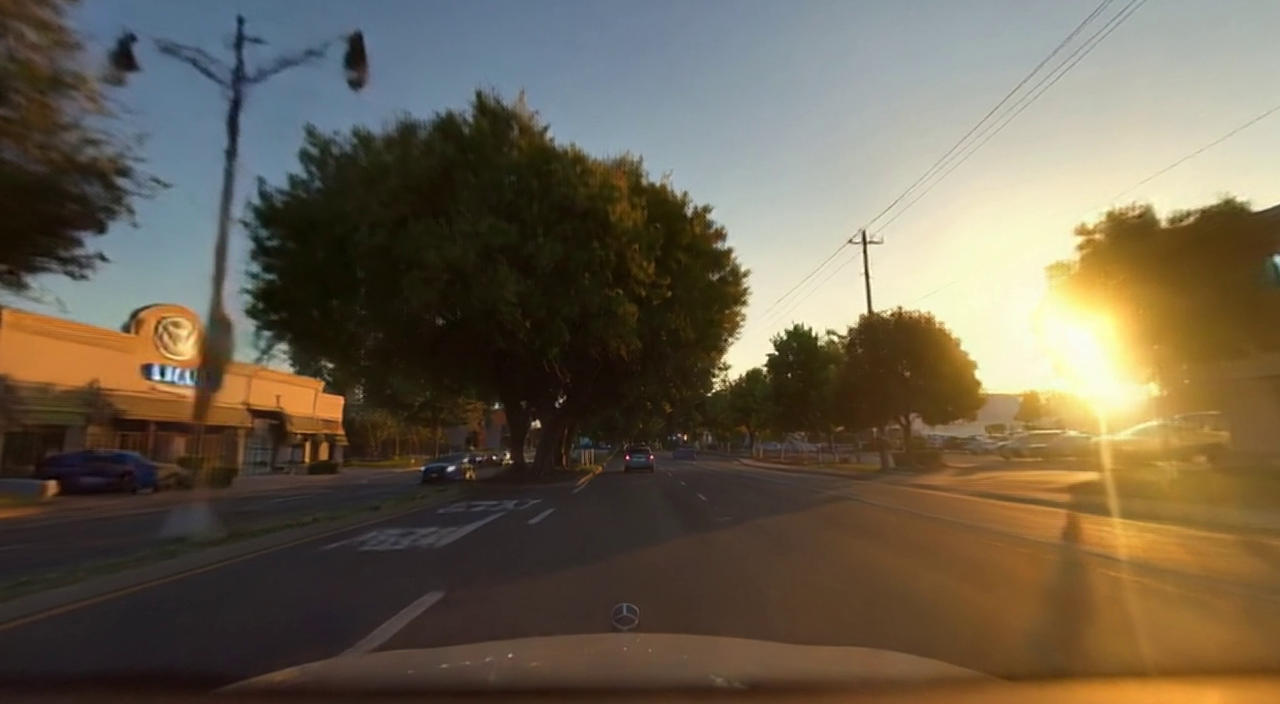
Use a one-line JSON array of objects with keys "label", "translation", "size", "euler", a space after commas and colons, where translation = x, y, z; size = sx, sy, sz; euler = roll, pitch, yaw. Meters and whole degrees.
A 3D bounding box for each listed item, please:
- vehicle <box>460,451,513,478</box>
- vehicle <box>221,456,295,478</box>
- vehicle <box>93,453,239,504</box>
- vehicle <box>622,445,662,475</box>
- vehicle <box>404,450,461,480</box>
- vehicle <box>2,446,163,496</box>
[{"label": "vehicle", "translation": [-9.262, 6.787, 38.364], "size": [2.072, 1.483, 4.619], "euler": [0, -9, 0]}, {"label": "vehicle", "translation": [-29.442, 8.885, 48.643], "size": [4.367, 1.613, 2.004], "euler": [0, -9, -3]}, {"label": "vehicle", "translation": [-19.334, 5.154, 26.081], "size": [2.072, 1.804, 5.136], "euler": [0, -8, 0]}, {"label": "vehicle", "translation": [0.056, 5.724, 33.587], "size": [1.998, 1.452, 3.773], "euler": [0, -8, -2]}, {"label": "vehicle", "translation": [-13.249, 7.209, 40.523], "size": [2.115, 1.741, 4.733], "euler": [0, -9, 0]}, {"label": "vehicle", "translation": [-24.034, 5.100, 27.546], "size": [2.146, 1.939, 5.462], "euler": [0, -9, -2]}]
